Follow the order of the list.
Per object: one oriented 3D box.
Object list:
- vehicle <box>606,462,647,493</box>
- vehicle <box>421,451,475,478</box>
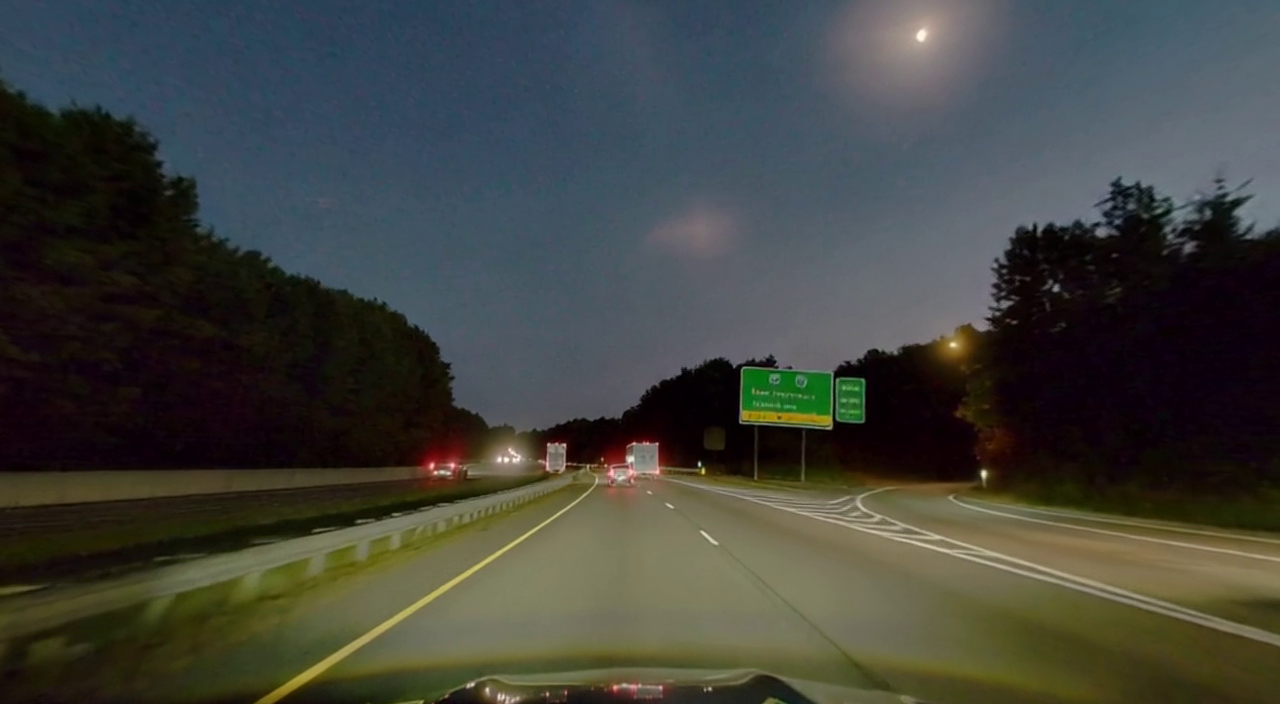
[{"bbox_3d":[-0.712,6.519,32.961,1.987,1.467,3.903,1,-10,-2],"label":"vehicle"},{"bbox_3d":[-12.157,7.187,40.162,1.952,1.618,4.859,1,-10,-1],"label":"vehicle"}]
